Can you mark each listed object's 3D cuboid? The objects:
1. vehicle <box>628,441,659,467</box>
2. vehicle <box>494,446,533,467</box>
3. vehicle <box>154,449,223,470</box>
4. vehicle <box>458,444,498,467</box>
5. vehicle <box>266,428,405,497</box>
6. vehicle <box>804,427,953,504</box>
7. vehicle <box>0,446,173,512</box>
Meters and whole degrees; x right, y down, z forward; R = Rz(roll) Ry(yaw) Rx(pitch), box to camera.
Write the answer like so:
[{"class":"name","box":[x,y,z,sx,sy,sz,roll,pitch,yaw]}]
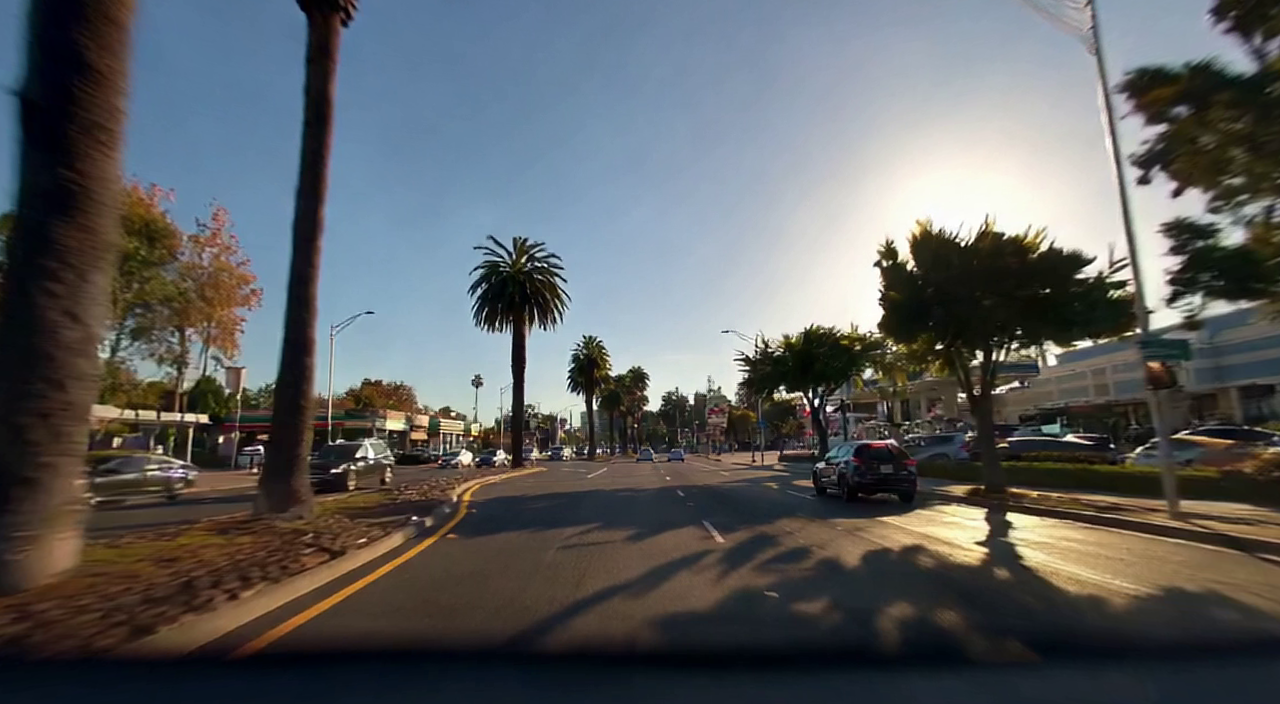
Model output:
[{"class":"vehicle","box":[0.249,7.491,46.659,2.177,1.754,3.815,0,-8,1]},{"class":"vehicle","box":[-9.161,7.592,46.256,1.891,1.473,4.297,-1,-9,1]},{"class":"vehicle","box":[-35.175,8.377,49.330,3.864,1.530,1.961,0,-8,2]},{"class":"vehicle","box":[-12.725,8.139,49.944,1.958,1.701,4.082,-1,-9,2]},{"class":"vehicle","box":[-9.534,3.494,20.356,2.061,1.915,4.589,-1,-9,2]},{"class":"vehicle","box":[6.279,3.046,17.438,2.066,1.807,4.893,0,-8,-1]},{"class":"vehicle","box":[-16.269,3.554,18.294,1.965,1.638,4.589,0,-9,1]}]
